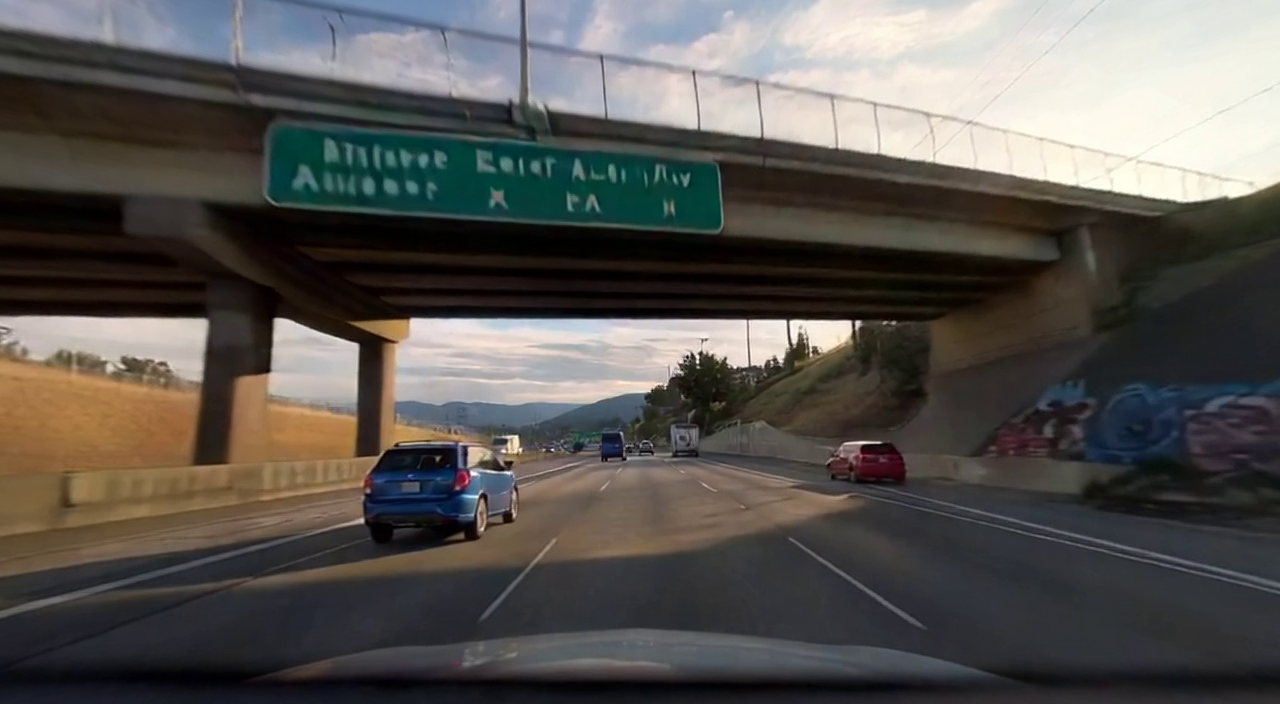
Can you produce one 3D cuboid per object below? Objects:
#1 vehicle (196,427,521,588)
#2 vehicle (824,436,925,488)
[{"bbox_3d":[-3.082,1.819,8.294,2.029,1.472,4.721,0,-9,1],"label":"vehicle"},{"bbox_3d":[8.280,3.928,22.694,1.936,1.664,4.198,0,-9,-1],"label":"vehicle"}]
